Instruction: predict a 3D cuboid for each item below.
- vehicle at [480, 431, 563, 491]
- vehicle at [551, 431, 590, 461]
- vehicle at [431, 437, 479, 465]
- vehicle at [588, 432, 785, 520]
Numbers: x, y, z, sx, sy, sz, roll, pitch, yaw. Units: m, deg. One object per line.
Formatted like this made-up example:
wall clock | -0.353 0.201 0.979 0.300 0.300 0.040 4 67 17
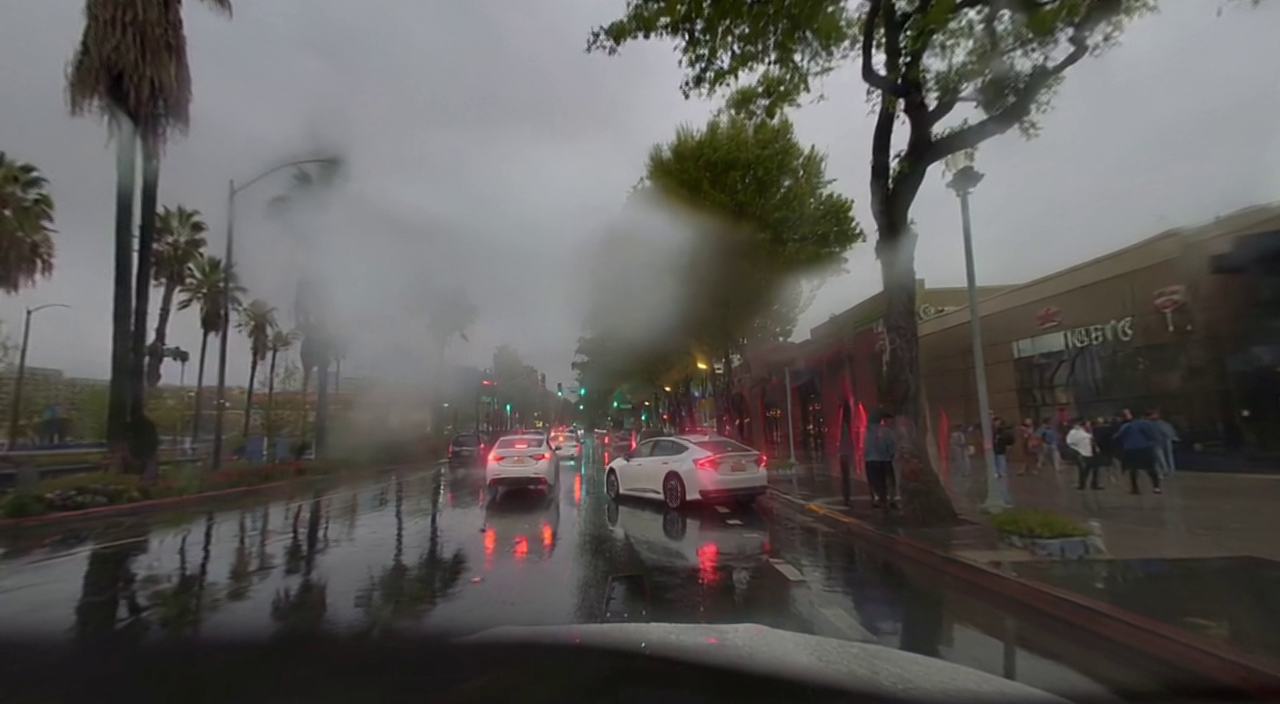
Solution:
vehicle | -3.551 3.362 19.715 2.039 1.628 4.331 0 -9 -4
vehicle | -4.786 6.596 44.074 2.277 1.937 4.487 0 -9 -1
vehicle | -11.109 5.988 38.194 1.930 1.583 4.423 0 -9 -5
vehicle | 0.713 2.486 13.212 1.930 1.477 4.657 4 -10 -28
